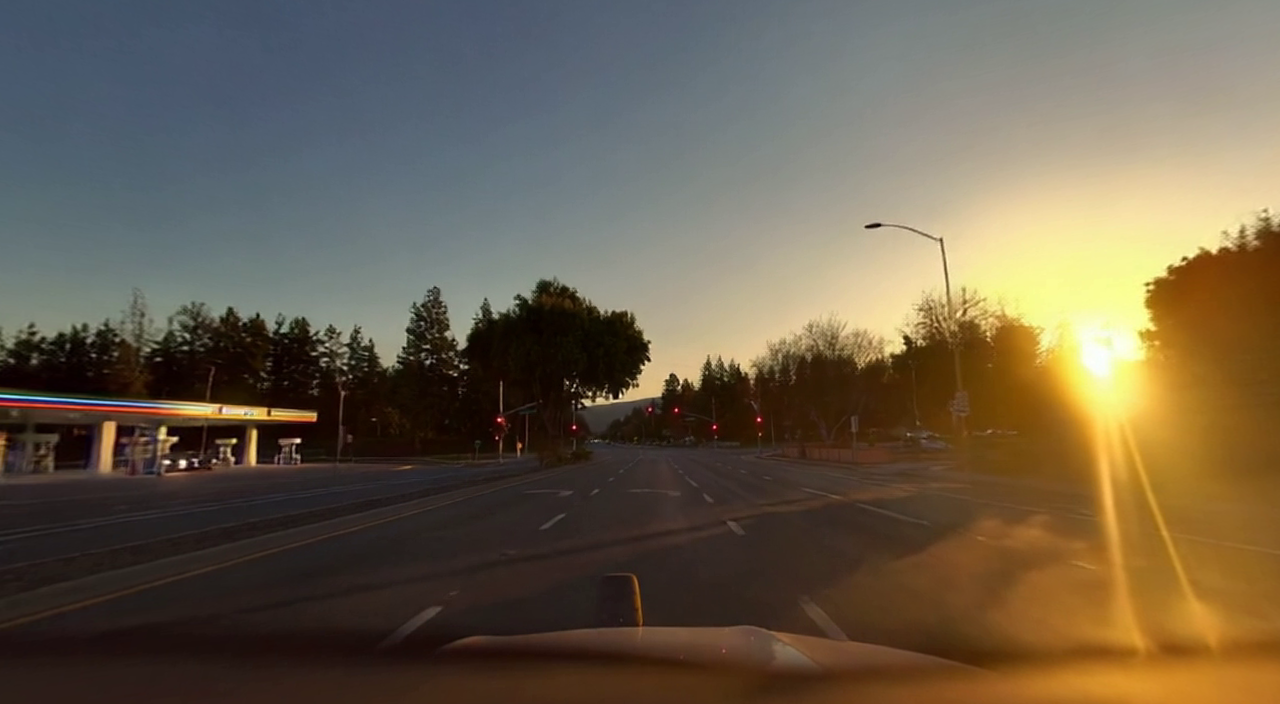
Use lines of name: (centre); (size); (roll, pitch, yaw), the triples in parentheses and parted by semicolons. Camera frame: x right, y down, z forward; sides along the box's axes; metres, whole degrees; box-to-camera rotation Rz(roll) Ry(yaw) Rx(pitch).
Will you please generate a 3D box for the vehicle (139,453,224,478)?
vehicle: (-33.668, 8.325, 46.347); (1.992, 1.721, 4.570); (-7, -11, 40)
